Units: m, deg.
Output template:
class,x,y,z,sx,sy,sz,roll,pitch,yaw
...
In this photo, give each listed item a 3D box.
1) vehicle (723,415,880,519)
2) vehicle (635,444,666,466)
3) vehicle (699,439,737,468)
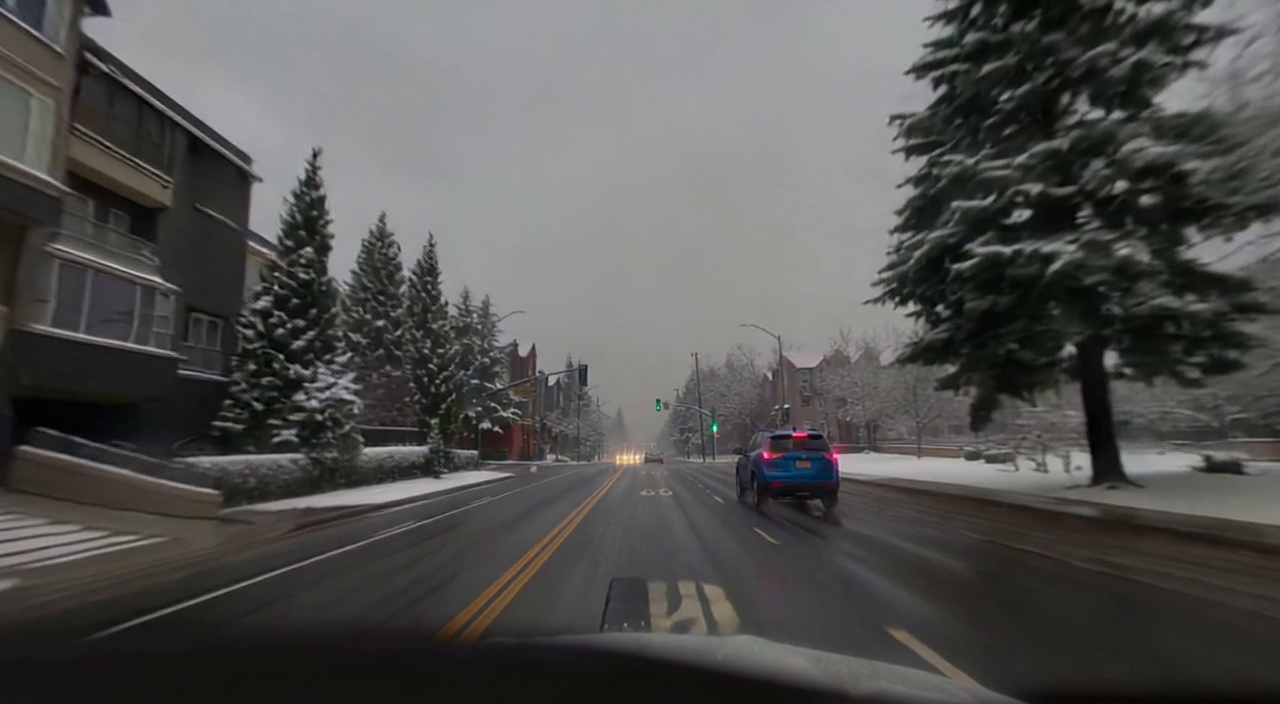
class,x,y,z,sx,sy,sz,roll,pitch,yaw
vehicle,3.240,2.440,13.878,2.130,1.863,4.844,0,-9,0
vehicle,0.739,7.464,45.831,2.097,1.463,4.043,0,-9,0
vehicle,5.250,6.836,42.536,2.335,1.794,4.898,-1,-9,7
